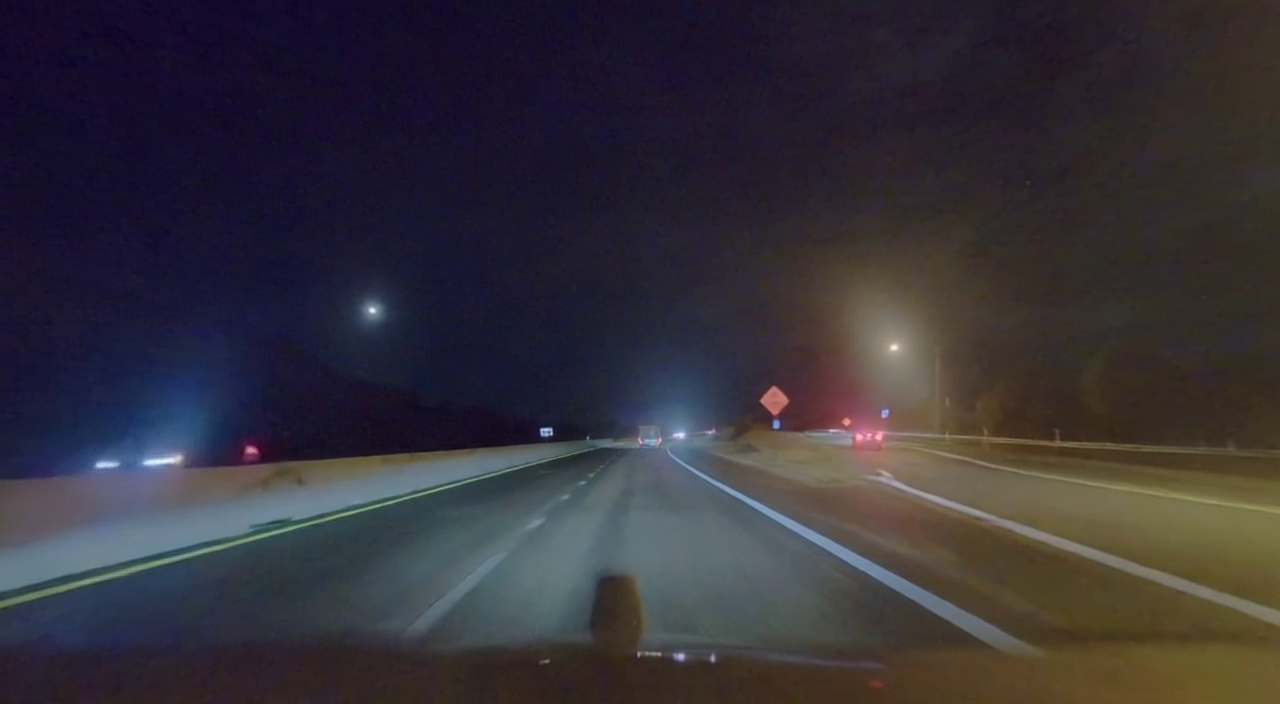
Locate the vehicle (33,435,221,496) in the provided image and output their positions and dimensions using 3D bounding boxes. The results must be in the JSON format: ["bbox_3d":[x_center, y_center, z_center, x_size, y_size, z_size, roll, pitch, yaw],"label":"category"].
[{"bbox_3d":[-14.082,3.103,17.624,1.828,1.495,4.024,0,-8,0],"label":"vehicle"}]
